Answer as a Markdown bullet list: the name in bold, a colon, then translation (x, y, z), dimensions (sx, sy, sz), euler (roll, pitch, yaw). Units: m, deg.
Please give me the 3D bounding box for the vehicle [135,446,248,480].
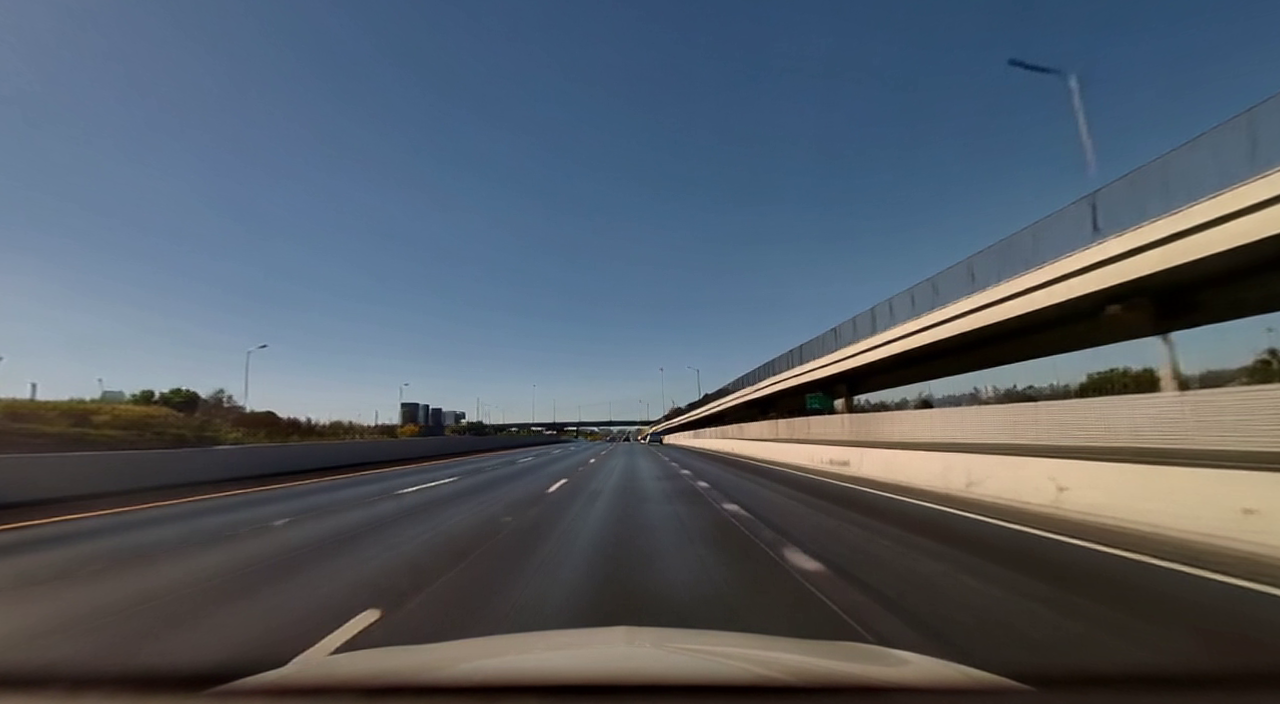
- **vehicle**: translation (-23.221, 5.738, 32.864), dimensions (2.297, 1.572, 4.953), euler (-1, -8, -1)
